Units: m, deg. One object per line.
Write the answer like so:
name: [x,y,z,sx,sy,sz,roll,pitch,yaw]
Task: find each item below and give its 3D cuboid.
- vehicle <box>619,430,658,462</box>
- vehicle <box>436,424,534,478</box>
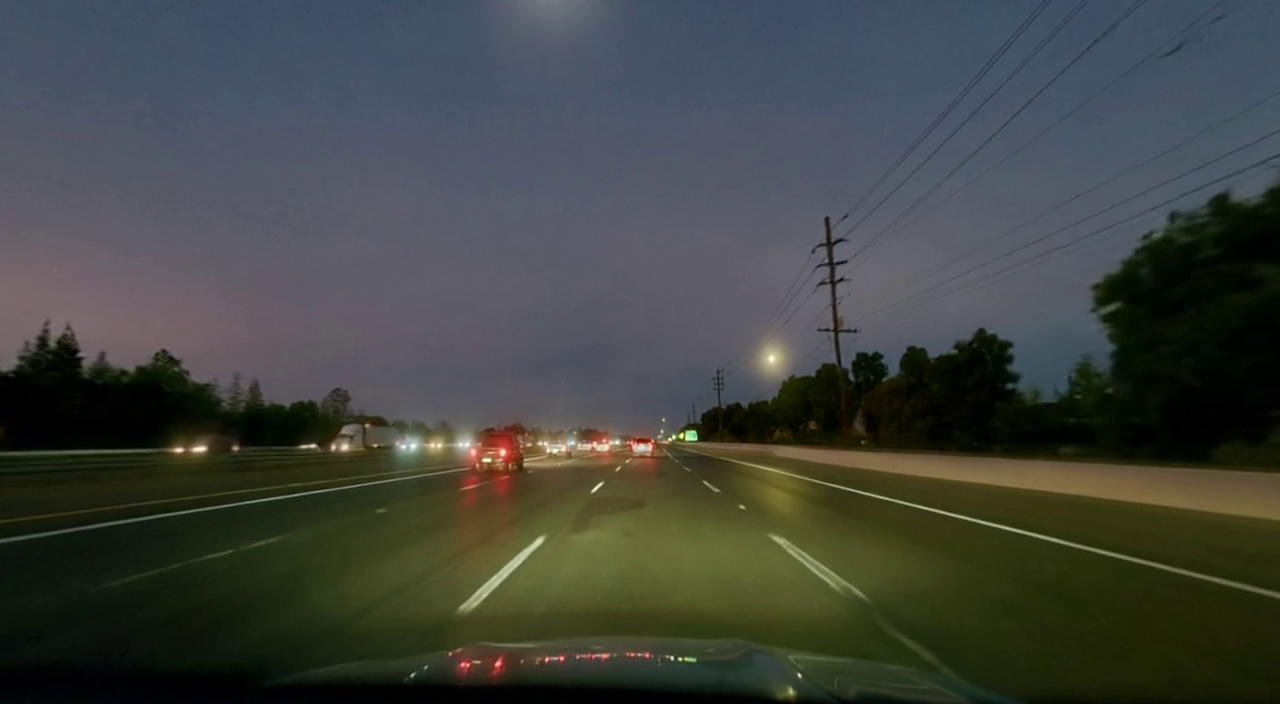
vehicle: [-0.032,6.263,42.136,2.448,2.025,5.193,-1,-8,1]
vehicle: [-6.335,4.149,26.794,2.460,1.992,6.474,0,-8,0]
